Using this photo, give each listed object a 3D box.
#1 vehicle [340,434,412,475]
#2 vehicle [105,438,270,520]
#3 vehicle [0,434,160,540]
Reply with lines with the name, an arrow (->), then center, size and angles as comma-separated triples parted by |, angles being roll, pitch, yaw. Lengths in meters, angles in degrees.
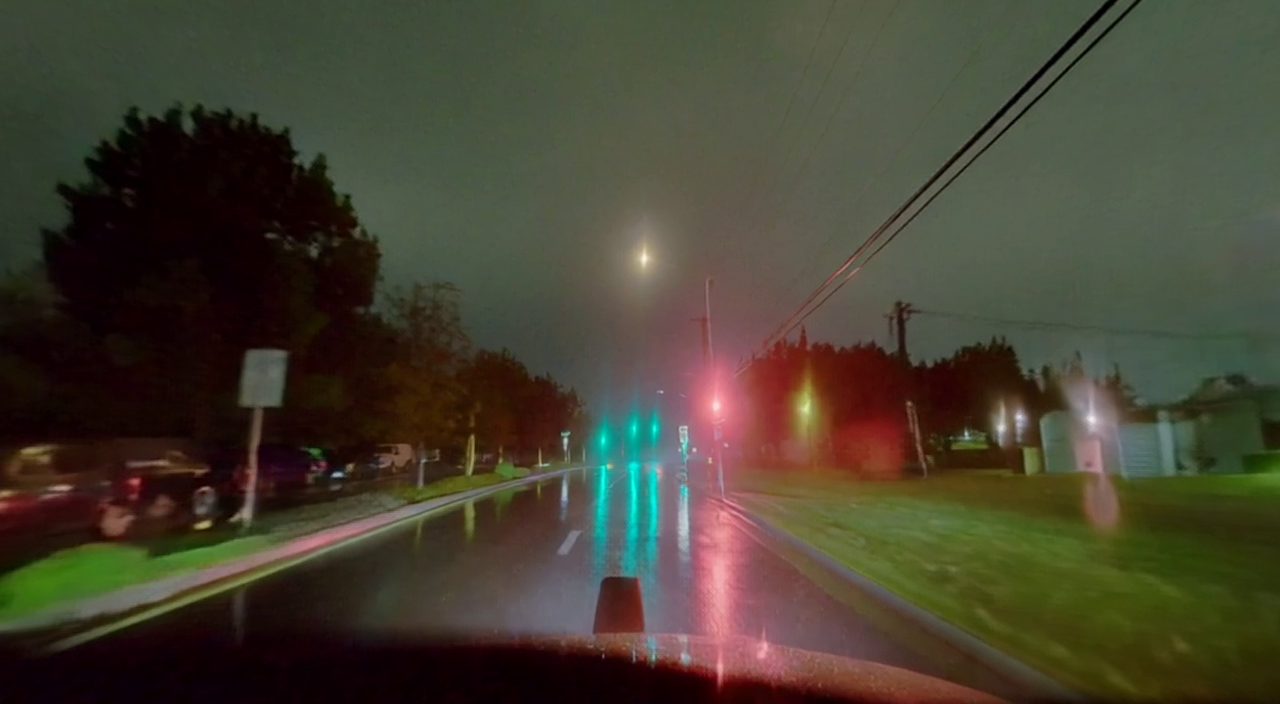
vehicle -> -18.207, 7.136, 43.795 | 2.327, 2.595, 6.045 | -1, -9, 1
vehicle -> -13.077, 3.662, 18.678 | 1.977, 1.992, 5.117 | 0, -9, -12
vehicle -> -11.837, 2.638, 12.682 | 1.760, 1.764, 4.263 | 0, -9, -14
